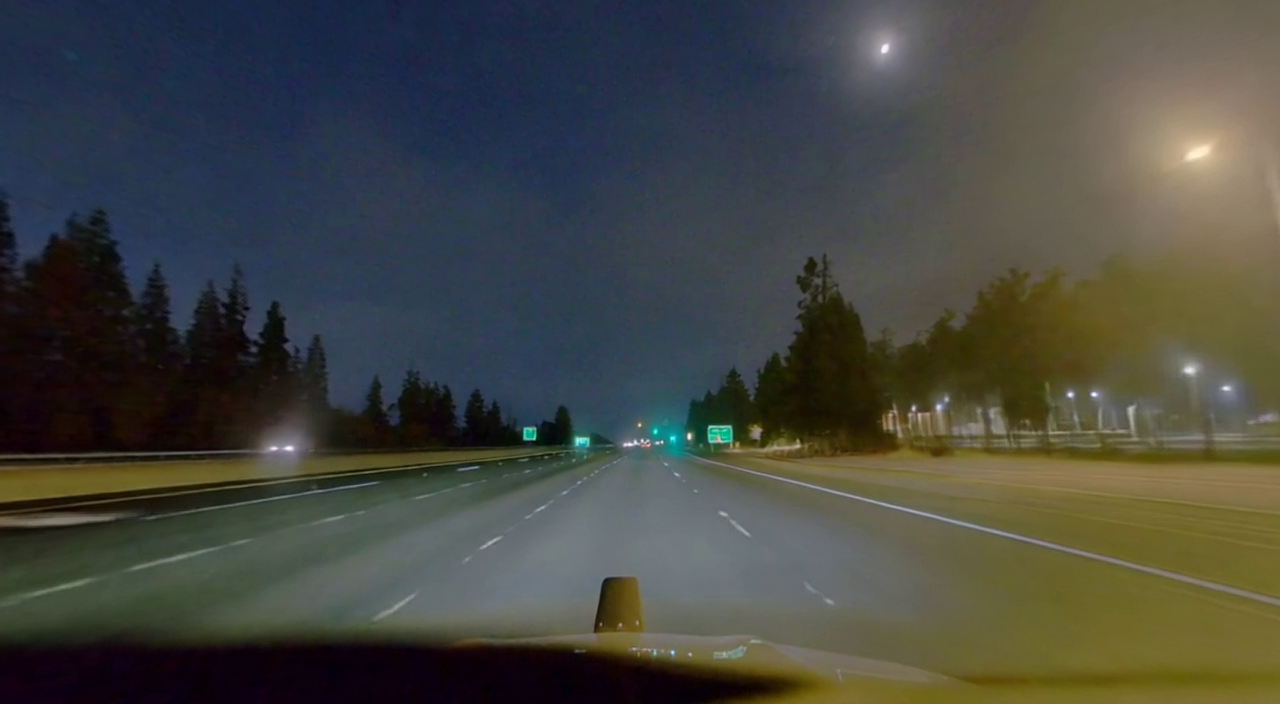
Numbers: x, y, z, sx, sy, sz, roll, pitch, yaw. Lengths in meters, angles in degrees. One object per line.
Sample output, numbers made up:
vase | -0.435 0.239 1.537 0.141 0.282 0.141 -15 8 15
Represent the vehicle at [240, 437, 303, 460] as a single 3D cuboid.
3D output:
vehicle | -28.818 7.586 49.418 2.043 1.691 4.620 0 -9 2
